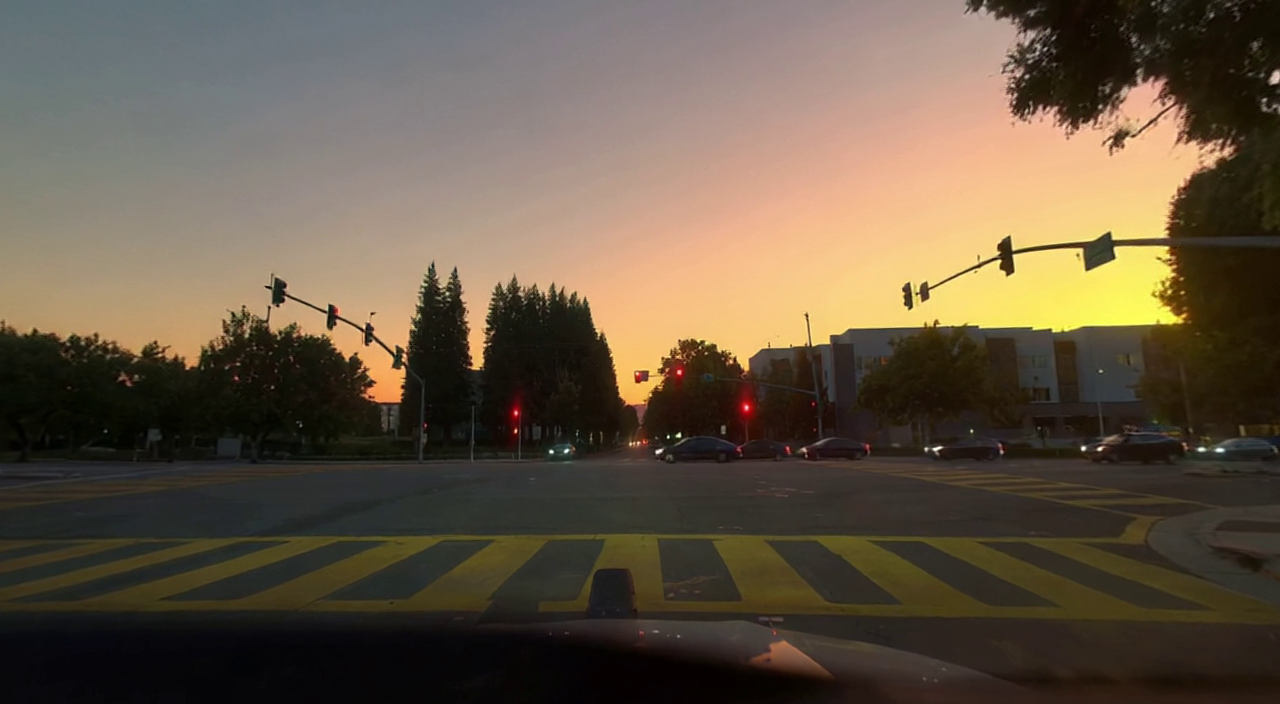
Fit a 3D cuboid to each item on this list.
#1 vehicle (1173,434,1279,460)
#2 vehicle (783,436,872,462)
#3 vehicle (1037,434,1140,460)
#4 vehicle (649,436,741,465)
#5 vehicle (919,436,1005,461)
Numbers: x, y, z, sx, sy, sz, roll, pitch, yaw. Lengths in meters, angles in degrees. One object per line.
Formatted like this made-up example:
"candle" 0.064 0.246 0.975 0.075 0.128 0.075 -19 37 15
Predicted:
"vehicle" 34.261 5.511 36.723 4.724 1.452 1.870 0 -9 0
"vehicle" 10.921 5.663 36.950 4.631 1.435 1.715 0 -9 0
"vehicle" 25.916 5.508 36.607 4.519 1.476 1.767 0 -9 1
"vehicle" 2.837 5.166 33.197 4.629 1.423 1.833 0 -9 -1
"vehicle" 20.376 6.123 40.054 4.443 1.472 1.794 0 -9 1
